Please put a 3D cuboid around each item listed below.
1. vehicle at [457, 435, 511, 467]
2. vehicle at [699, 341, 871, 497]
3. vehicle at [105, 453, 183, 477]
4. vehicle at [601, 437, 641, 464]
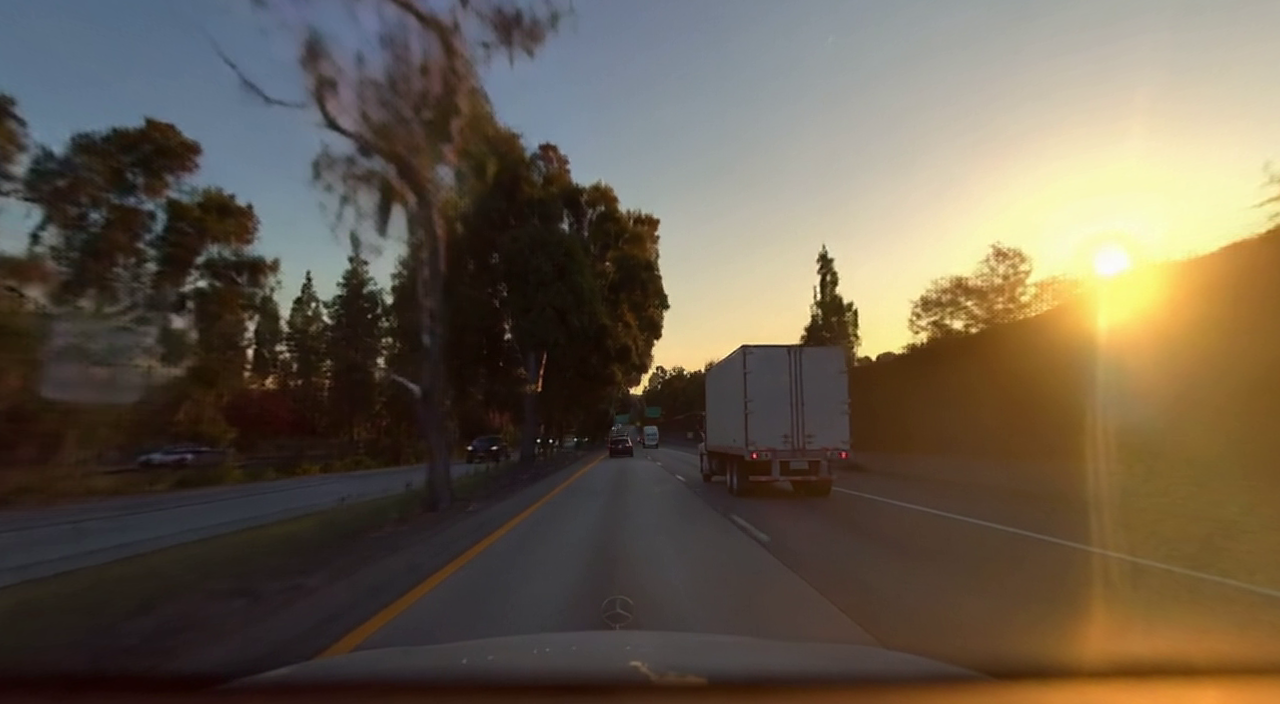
[{"bbox_3d":[-9.157,5.817,37.363,2.035,1.768,4.740,0,-8,-1],"label":"vehicle"},{"bbox_3d":[3.662,2.041,18.428,2.921,3.526,8.207,0,-8,-1],"label":"vehicle"},{"bbox_3d":[-35.694,8.136,45.539,1.944,1.482,4.551,0,-7,-1],"label":"vehicle"},{"bbox_3d":[-1.091,5.745,37.131,2.259,1.466,3.693,0,-7,-1],"label":"vehicle"}]
